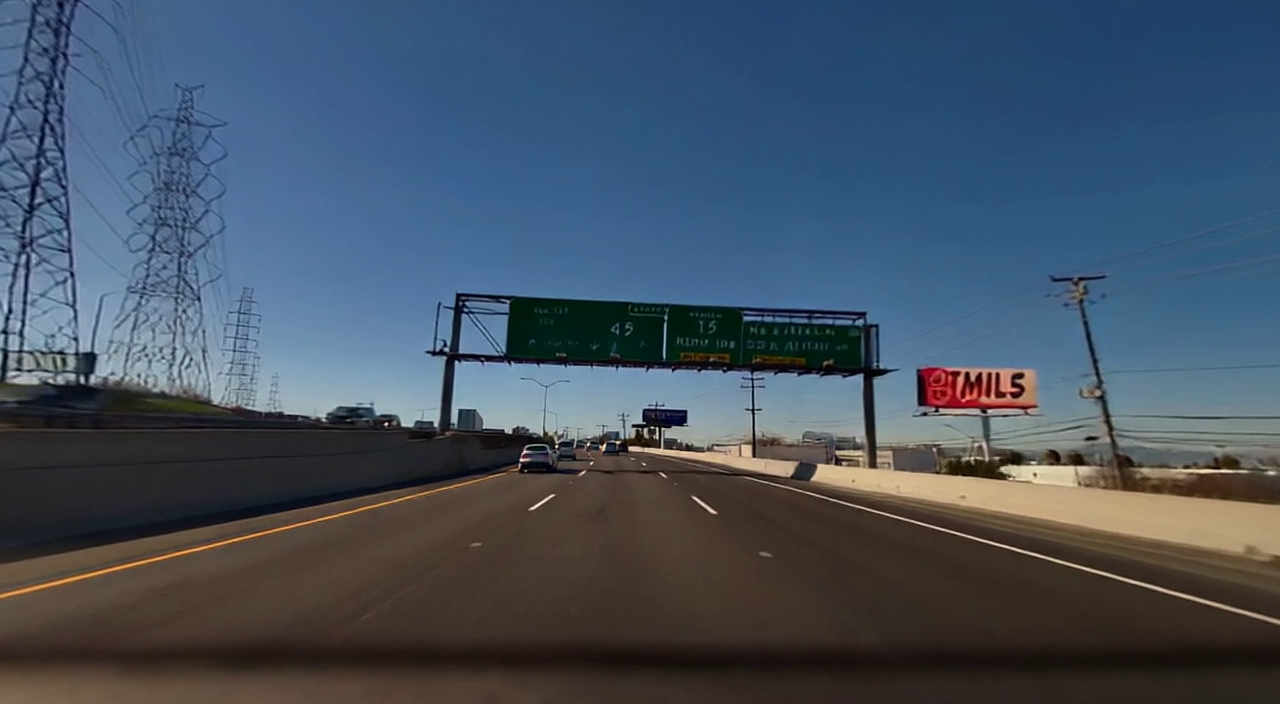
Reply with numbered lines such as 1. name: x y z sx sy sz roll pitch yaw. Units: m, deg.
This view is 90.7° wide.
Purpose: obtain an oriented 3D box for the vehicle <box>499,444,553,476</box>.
1. vehicle: -5.384 5.106 30.283 1.921 1.420 4.078 0 -8 -2
